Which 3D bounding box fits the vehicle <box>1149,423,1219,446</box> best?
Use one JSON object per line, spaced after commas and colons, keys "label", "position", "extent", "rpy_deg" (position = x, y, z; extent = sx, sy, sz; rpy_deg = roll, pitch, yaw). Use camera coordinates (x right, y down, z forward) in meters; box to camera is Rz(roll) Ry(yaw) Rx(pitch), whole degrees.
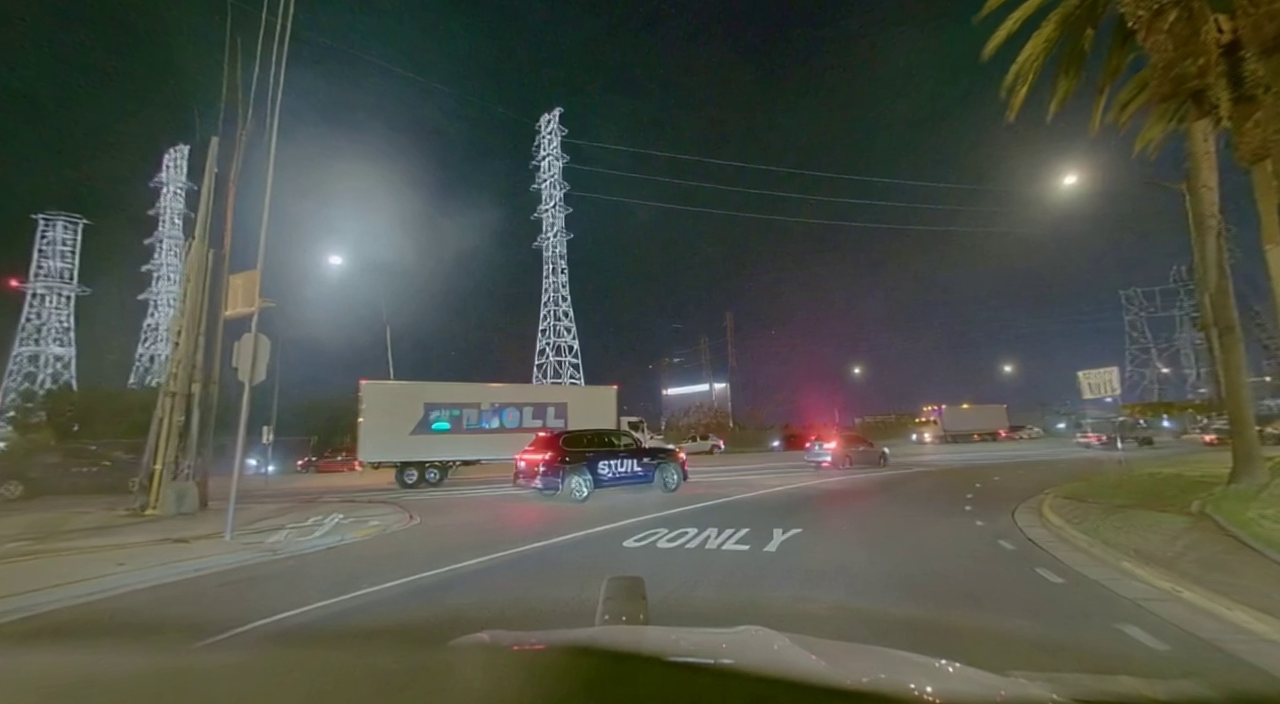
{"label": "vehicle", "position": [38.744, 5.898, 44.905], "extent": [4.543, 1.586, 1.983], "rpy_deg": [4, -9, -25]}

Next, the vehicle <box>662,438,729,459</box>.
{"label": "vehicle", "position": [3.945, 6.806, 44.489], "extent": [4.419, 1.451, 1.792], "rpy_deg": [4, -11, -28]}

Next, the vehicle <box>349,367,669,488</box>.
{"label": "vehicle", "position": [-4.675, 2.975, 24.279], "extent": [11.567, 3.933, 2.903], "rpy_deg": [4, -9, -26]}

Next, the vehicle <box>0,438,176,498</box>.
{"label": "vehicle", "position": [-20.388, 4.064, 22.361], "extent": [5.866, 1.950, 2.266], "rpy_deg": [4, -9, -24]}

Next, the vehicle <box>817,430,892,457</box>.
{"label": "vehicle", "position": [13.448, 5.750, 39.466], "extent": [4.234, 1.589, 1.923], "rpy_deg": [4, -10, -26]}

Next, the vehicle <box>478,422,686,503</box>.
{"label": "vehicle", "position": [-1.456, 2.902, 16.916], "extent": [5.132, 1.848, 2.101], "rpy_deg": [6, -10, -34]}

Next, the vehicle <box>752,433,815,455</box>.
{"label": "vehicle", "position": [11.010, 7.053, 48.395], "extent": [4.532, 1.567, 1.847], "rpy_deg": [4, -10, -26]}
